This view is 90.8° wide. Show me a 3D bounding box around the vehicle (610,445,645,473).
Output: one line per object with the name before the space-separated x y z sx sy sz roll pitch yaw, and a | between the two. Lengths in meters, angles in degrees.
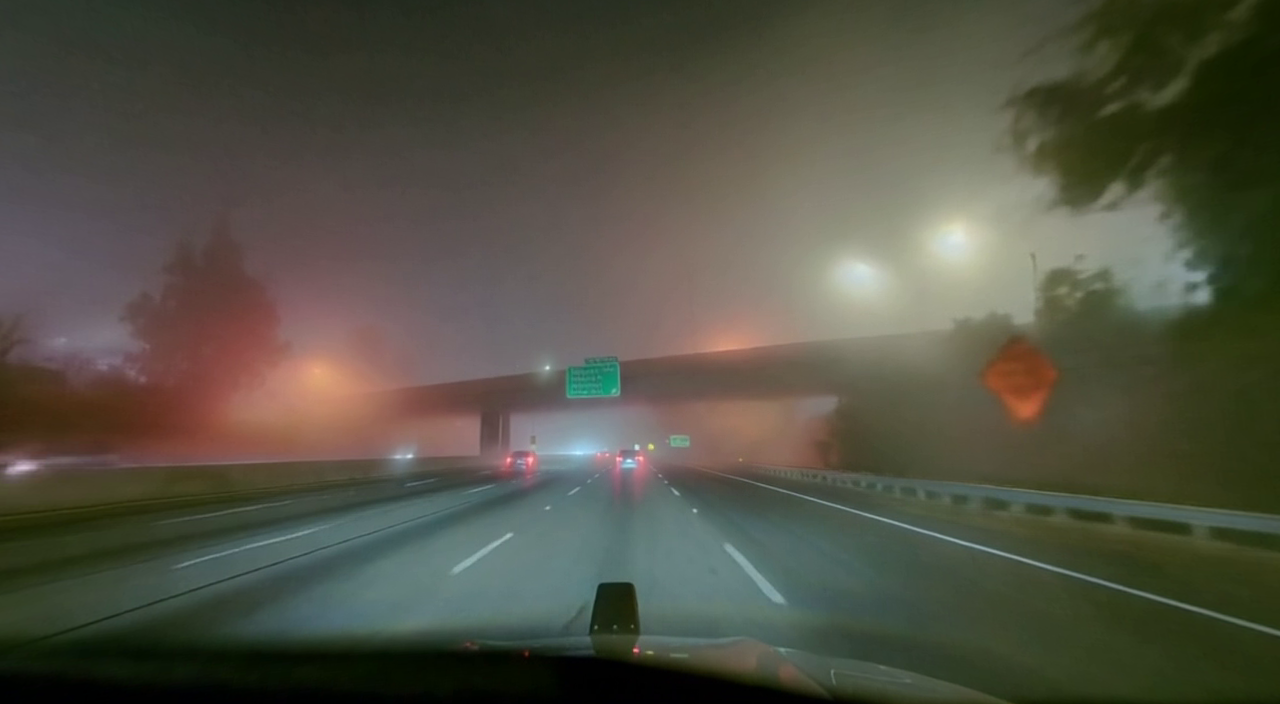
vehicle | -0.775 6.643 39.528 2.109 1.638 3.856 0 -9 -1

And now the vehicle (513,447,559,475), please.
vehicle | -6.053 6.379 37.170 1.997 1.507 4.248 0 -9 -1
